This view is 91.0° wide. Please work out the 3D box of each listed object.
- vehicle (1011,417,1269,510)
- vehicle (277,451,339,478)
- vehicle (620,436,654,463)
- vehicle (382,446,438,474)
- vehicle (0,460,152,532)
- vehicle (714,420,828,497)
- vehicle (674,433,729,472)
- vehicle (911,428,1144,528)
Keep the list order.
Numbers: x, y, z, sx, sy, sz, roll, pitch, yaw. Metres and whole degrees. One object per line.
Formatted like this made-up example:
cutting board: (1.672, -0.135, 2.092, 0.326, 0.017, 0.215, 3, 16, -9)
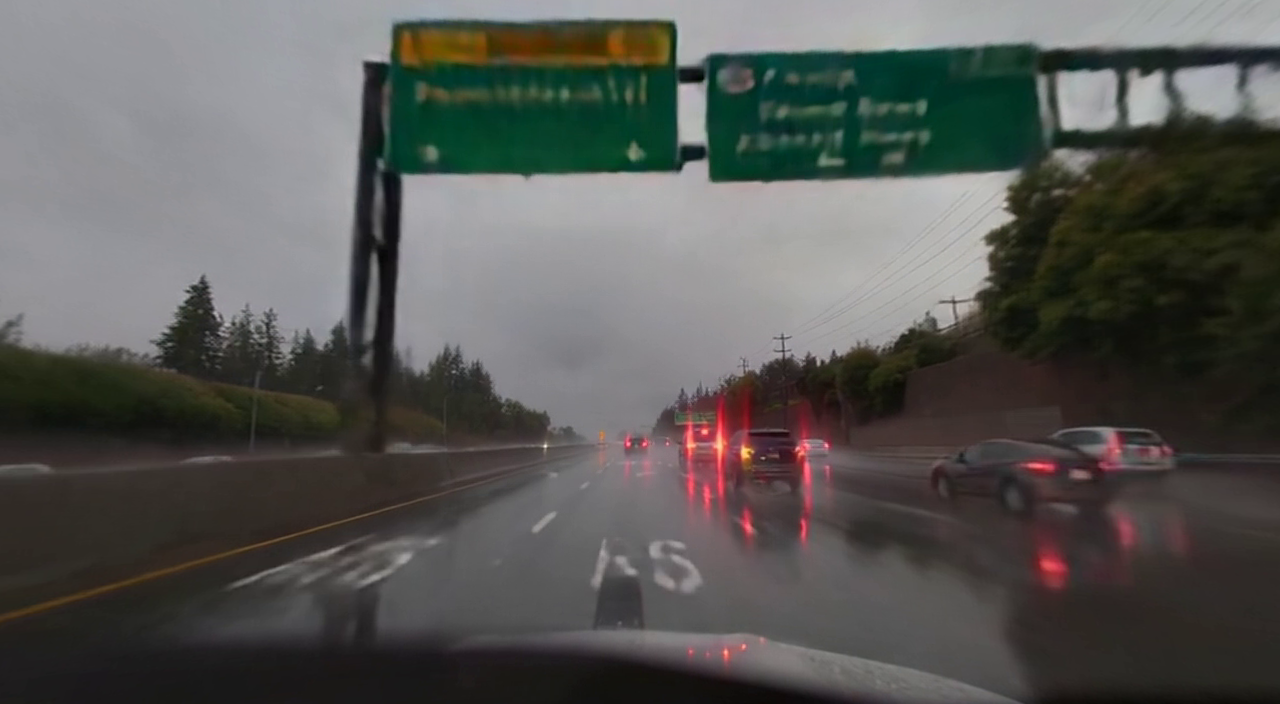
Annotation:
vehicle: (10.726, 2.421, 14.112, 1.925, 1.708, 4.643, 0, -8, 0)
vehicle: (-23.015, 7.799, 43.843, 1.912, 1.694, 4.479, 0, -8, -1)
vehicle: (-0.252, 7.015, 45.355, 2.314, 1.796, 4.254, 0, -8, -1)
vehicle: (-15.557, 7.311, 42.845, 1.944, 1.747, 4.657, 0, -8, 1)
vehicle: (-15.260, 3.580, 16.074, 1.878, 1.486, 4.580, 0, -8, 0)
vehicle: (3.507, 2.971, 17.900, 2.095, 1.886, 4.727, 0, -8, -2)
vehicle: (3.017, 5.054, 31.871, 2.152, 1.821, 4.853, 0, -8, -2)
vehicle: (6.848, 2.233, 11.699, 1.836, 1.527, 3.783, 0, -8, -1)
